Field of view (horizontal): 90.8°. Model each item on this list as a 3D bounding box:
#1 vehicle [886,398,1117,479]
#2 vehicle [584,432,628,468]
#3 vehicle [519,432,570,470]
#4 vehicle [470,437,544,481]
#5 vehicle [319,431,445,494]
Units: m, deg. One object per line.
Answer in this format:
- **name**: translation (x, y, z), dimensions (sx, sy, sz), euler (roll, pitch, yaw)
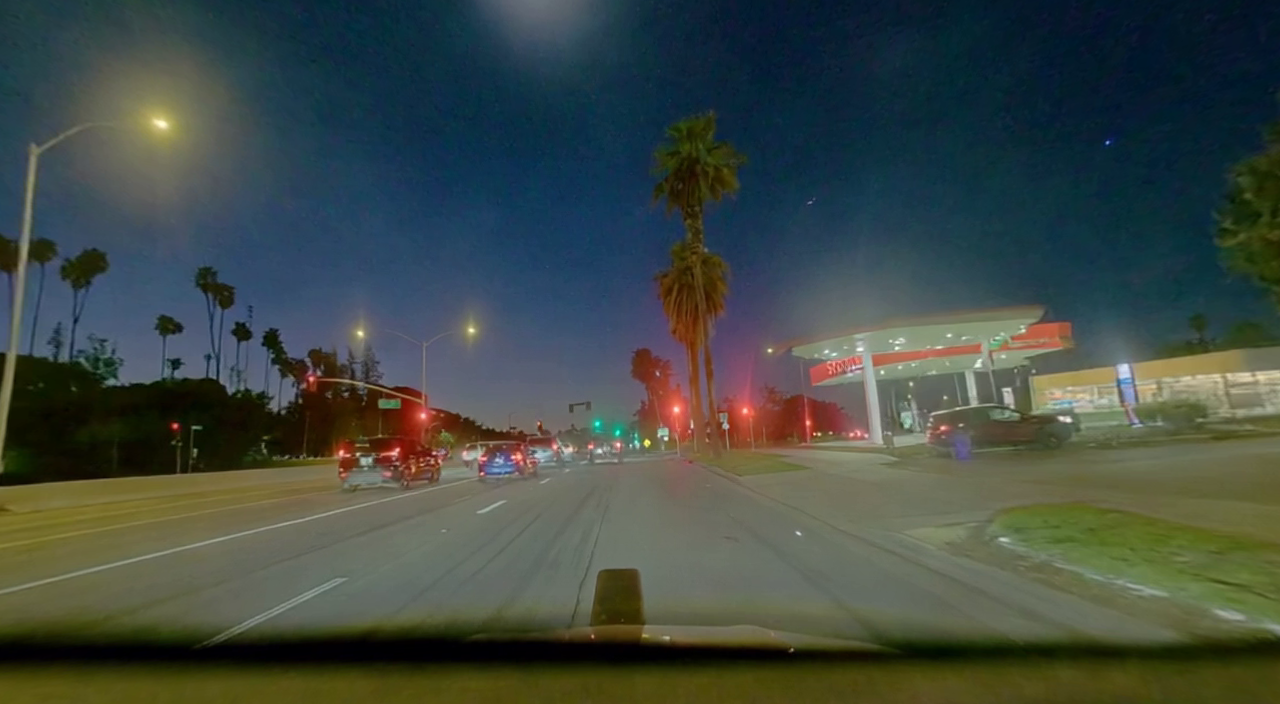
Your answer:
- **vehicle**: translation (9.504, 2.327, 16.966), dimensions (4.774, 1.975, 2.245), euler (0, -9, -2)
- **vehicle**: translation (-1.750, 5.245, 33.833), dimensions (2.153, 1.759, 4.320), euler (0, -9, -1)
- **vehicle**: translation (-5.086, 5.362, 34.256), dimensions (2.025, 1.862, 4.804), euler (0, -9, 0)
- **vehicle**: translation (-5.106, 4.176, 24.936), dimensions (1.885, 1.567, 4.775), euler (0, -9, 0)
- **vehicle**: translation (-8.490, 3.676, 21.394), dimensions (2.178, 1.864, 5.005), euler (0, -9, -1)
